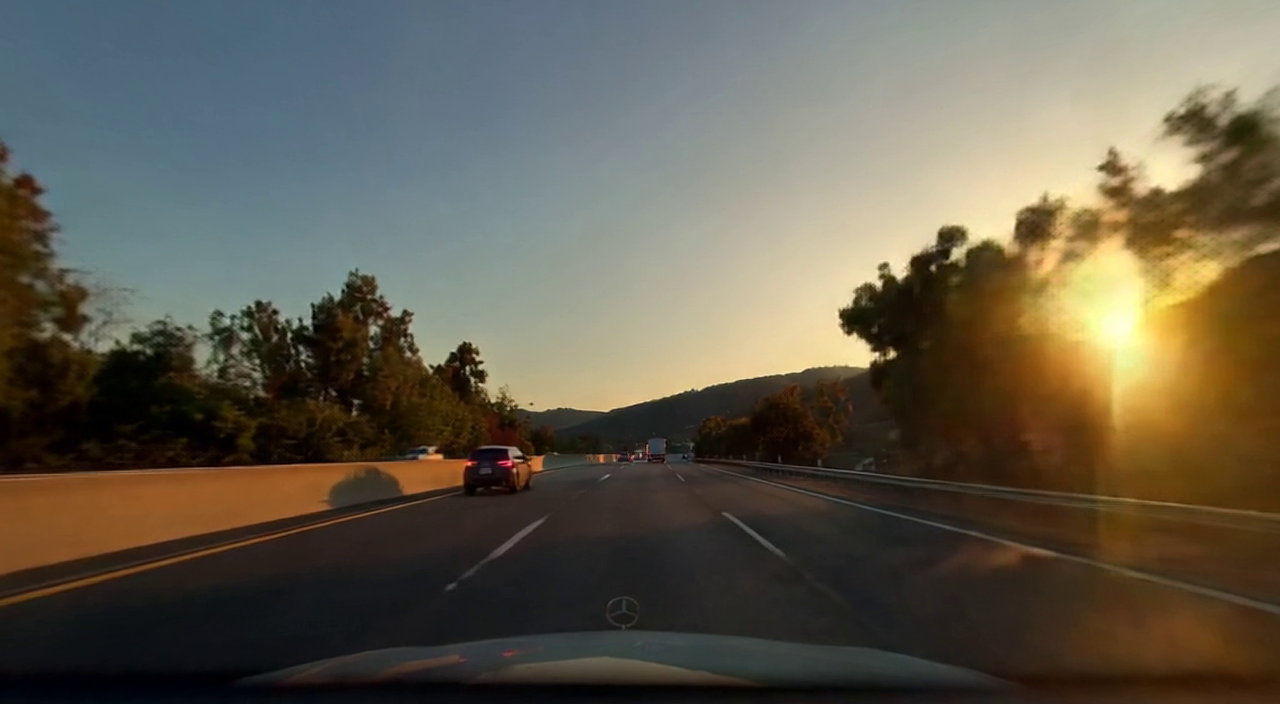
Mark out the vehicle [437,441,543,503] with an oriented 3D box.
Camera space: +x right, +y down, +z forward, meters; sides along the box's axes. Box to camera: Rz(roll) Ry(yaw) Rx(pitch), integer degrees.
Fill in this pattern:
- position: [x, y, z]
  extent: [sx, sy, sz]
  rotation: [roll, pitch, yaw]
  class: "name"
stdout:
- position: [-4.203, 3.431, 18.407]
  extent: [2.035, 1.595, 4.022]
  rotation: [0, -9, 1]
  class: "vehicle"
